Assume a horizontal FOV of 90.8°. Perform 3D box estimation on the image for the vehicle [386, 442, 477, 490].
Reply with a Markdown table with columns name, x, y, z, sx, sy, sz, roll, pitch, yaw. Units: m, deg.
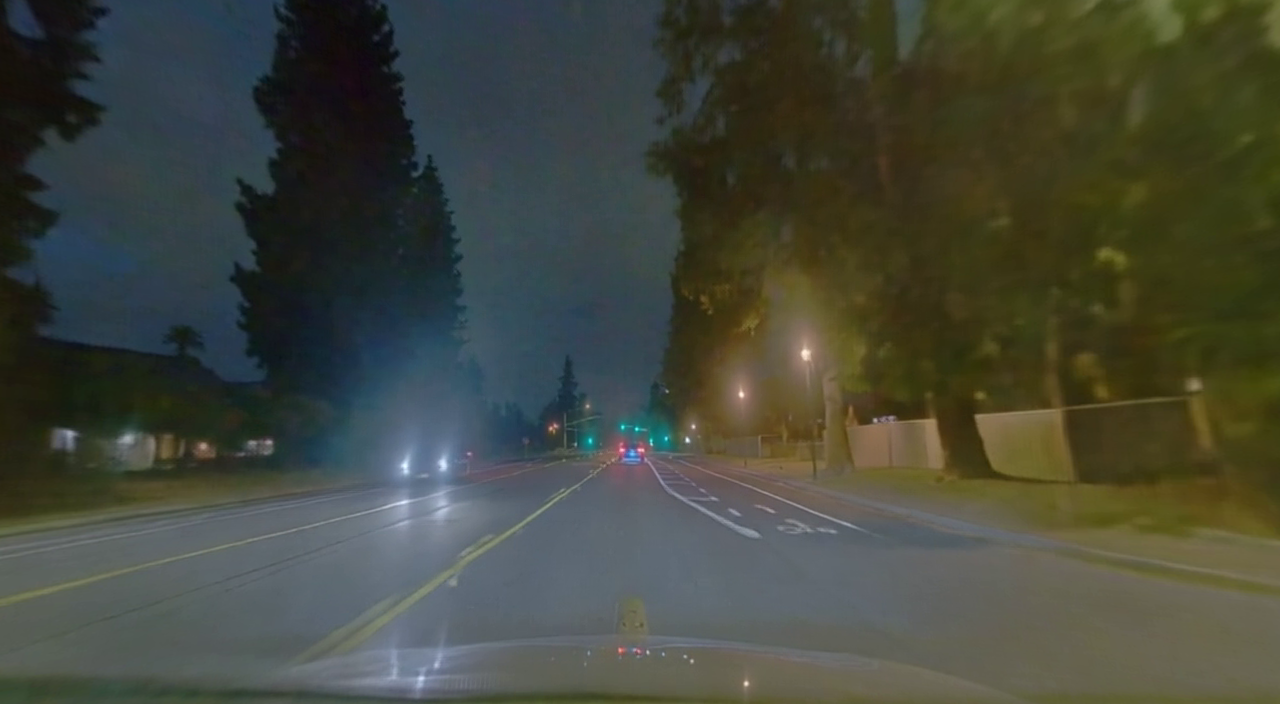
| name | x | y | z | sx | sy | sz | roll | pitch | yaw |
| --- | --- | --- | --- | --- | --- | --- | --- | --- | --- |
| vehicle | -7.405 | 4.059 | 22.873 | 1.967 | 1.571 | 3.853 | 0 | -8 | 0 |

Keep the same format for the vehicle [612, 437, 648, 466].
| name | x | y | z | sx | sy | sz | roll | pitch | yaw |
| --- | --- | --- | --- | --- | --- | --- | --- | --- | --- |
| vehicle | -0.703 | 6.560 | 41.901 | 2.230 | 1.827 | 4.298 | 0 | -8 | -2 |
